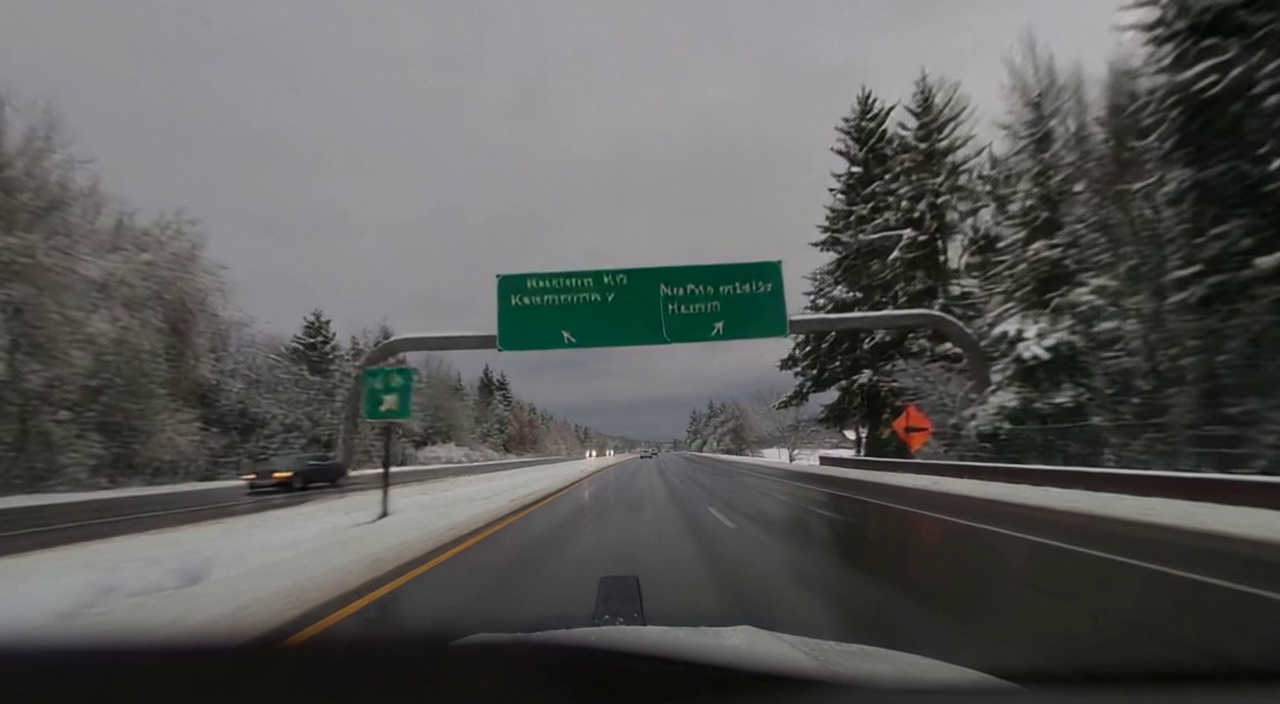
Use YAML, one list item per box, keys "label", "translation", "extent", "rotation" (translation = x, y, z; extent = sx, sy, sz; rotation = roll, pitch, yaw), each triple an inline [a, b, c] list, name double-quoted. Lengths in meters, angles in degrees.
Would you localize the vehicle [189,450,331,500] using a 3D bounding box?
- label: "vehicle"
  translation: [-12.729, 4.112, 21.544]
  extent: [1.917, 1.490, 4.582]
  rotation: [0, -9, 1]
